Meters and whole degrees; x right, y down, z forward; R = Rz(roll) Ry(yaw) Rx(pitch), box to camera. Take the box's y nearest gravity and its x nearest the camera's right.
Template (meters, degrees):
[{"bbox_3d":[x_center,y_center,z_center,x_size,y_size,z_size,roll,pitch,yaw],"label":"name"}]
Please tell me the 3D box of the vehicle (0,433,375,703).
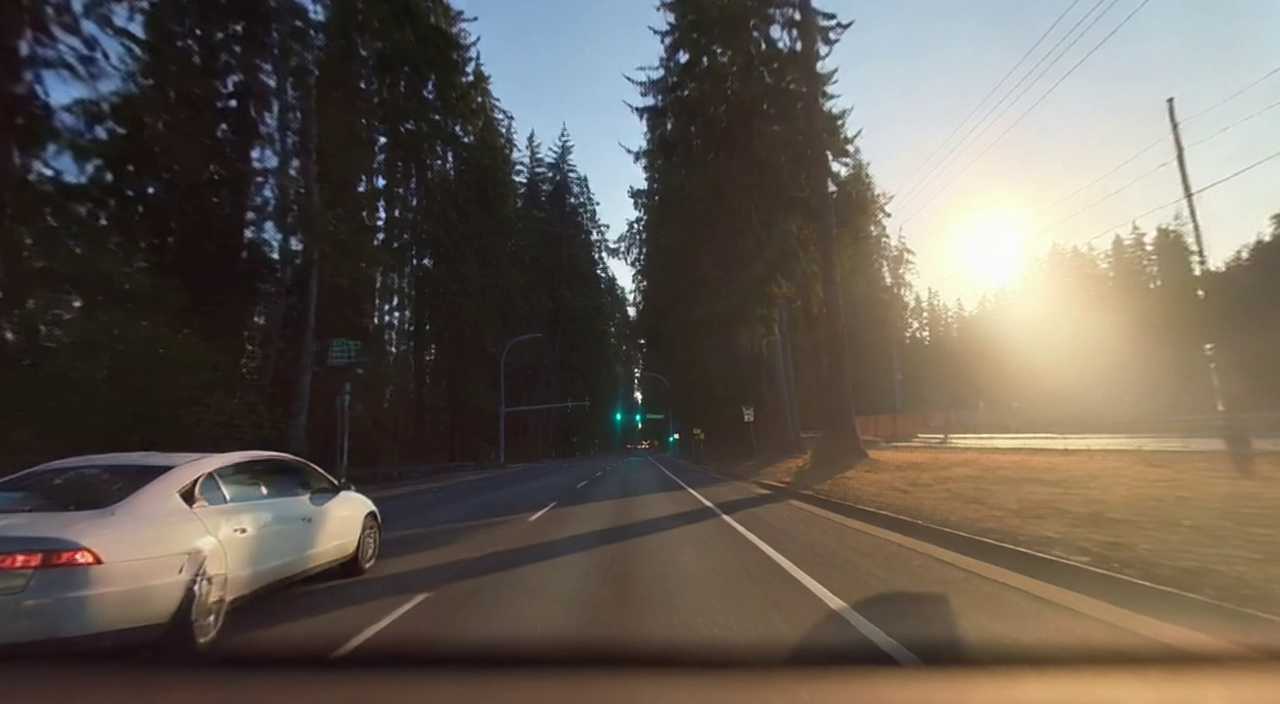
[{"bbox_3d":[-4.083,1.435,5.238,1.946,1.437,4.154,0,-8,0],"label":"vehicle"}]
